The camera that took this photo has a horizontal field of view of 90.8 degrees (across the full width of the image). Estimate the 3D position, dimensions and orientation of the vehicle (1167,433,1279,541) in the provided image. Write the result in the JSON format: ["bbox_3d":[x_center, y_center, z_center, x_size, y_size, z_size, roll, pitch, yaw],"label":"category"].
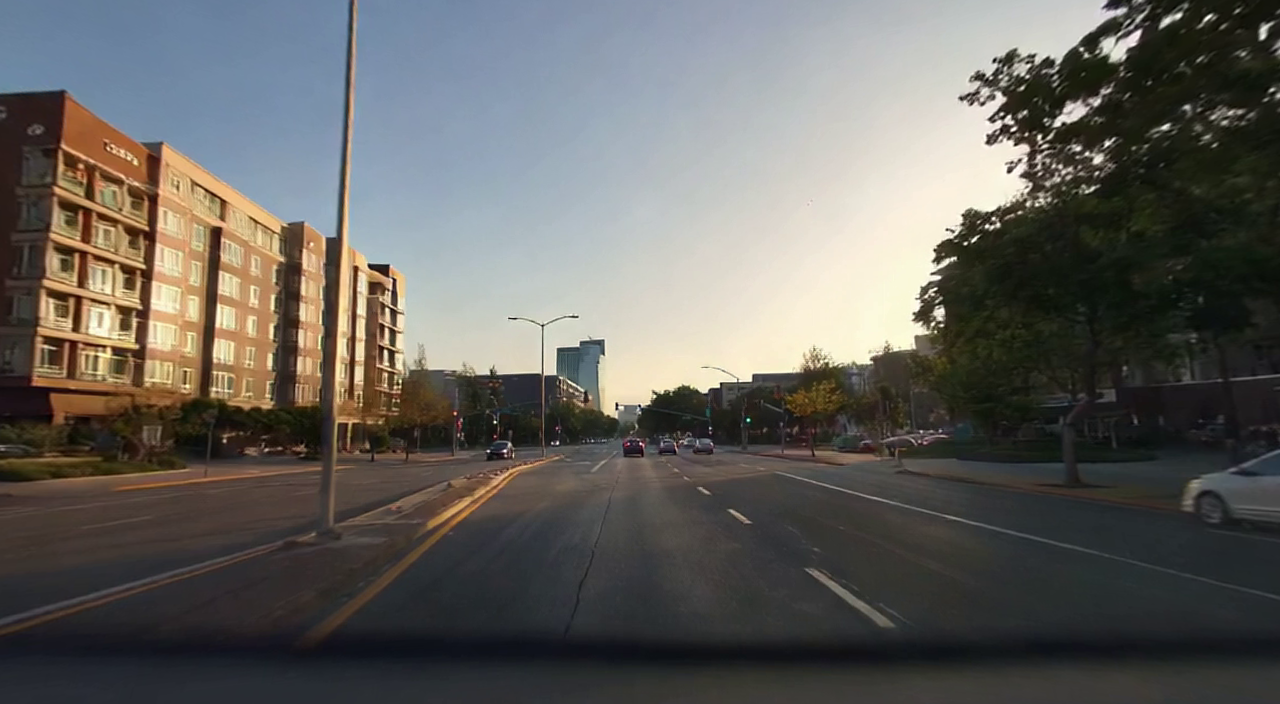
[{"bbox_3d":[10.244,1.853,8.471,1.980,1.543,5.090,0,-8,0],"label":"vehicle"}]
